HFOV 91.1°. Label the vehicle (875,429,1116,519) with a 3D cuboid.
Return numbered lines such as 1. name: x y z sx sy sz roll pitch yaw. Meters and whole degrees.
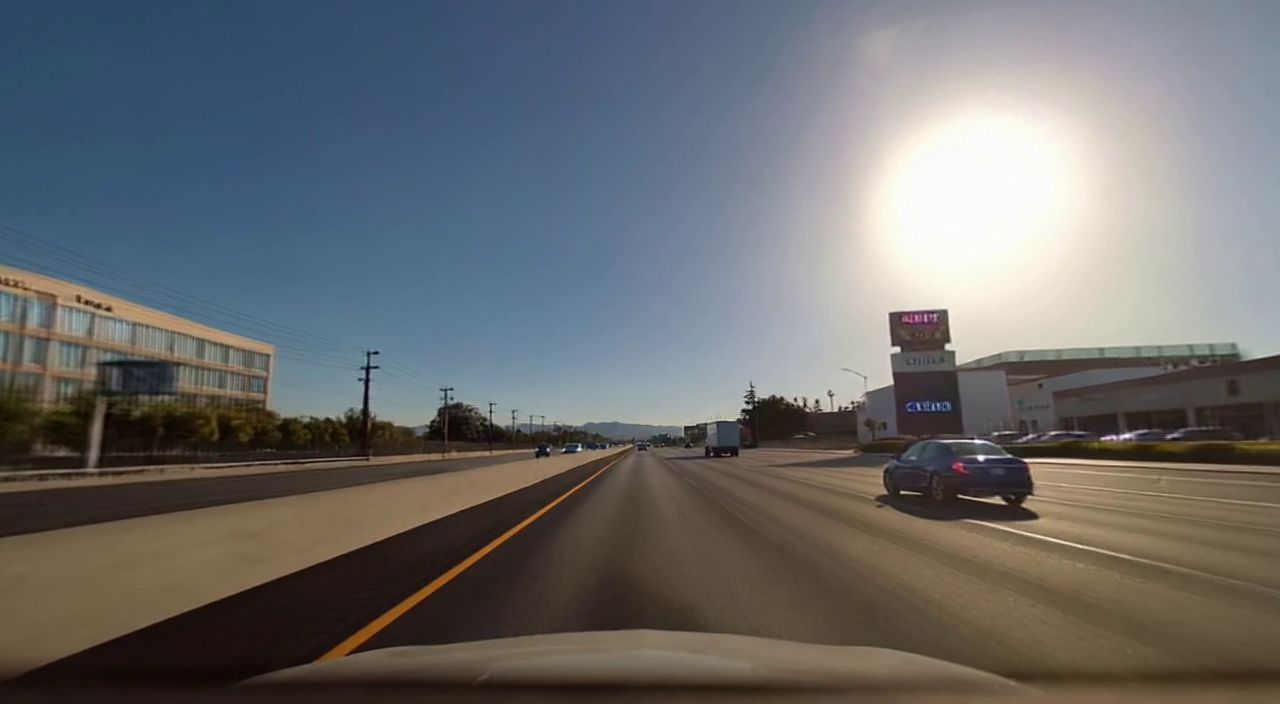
1. vehicle: 6.977 2.444 13.194 2.079 1.518 5.032 0 -8 -1
